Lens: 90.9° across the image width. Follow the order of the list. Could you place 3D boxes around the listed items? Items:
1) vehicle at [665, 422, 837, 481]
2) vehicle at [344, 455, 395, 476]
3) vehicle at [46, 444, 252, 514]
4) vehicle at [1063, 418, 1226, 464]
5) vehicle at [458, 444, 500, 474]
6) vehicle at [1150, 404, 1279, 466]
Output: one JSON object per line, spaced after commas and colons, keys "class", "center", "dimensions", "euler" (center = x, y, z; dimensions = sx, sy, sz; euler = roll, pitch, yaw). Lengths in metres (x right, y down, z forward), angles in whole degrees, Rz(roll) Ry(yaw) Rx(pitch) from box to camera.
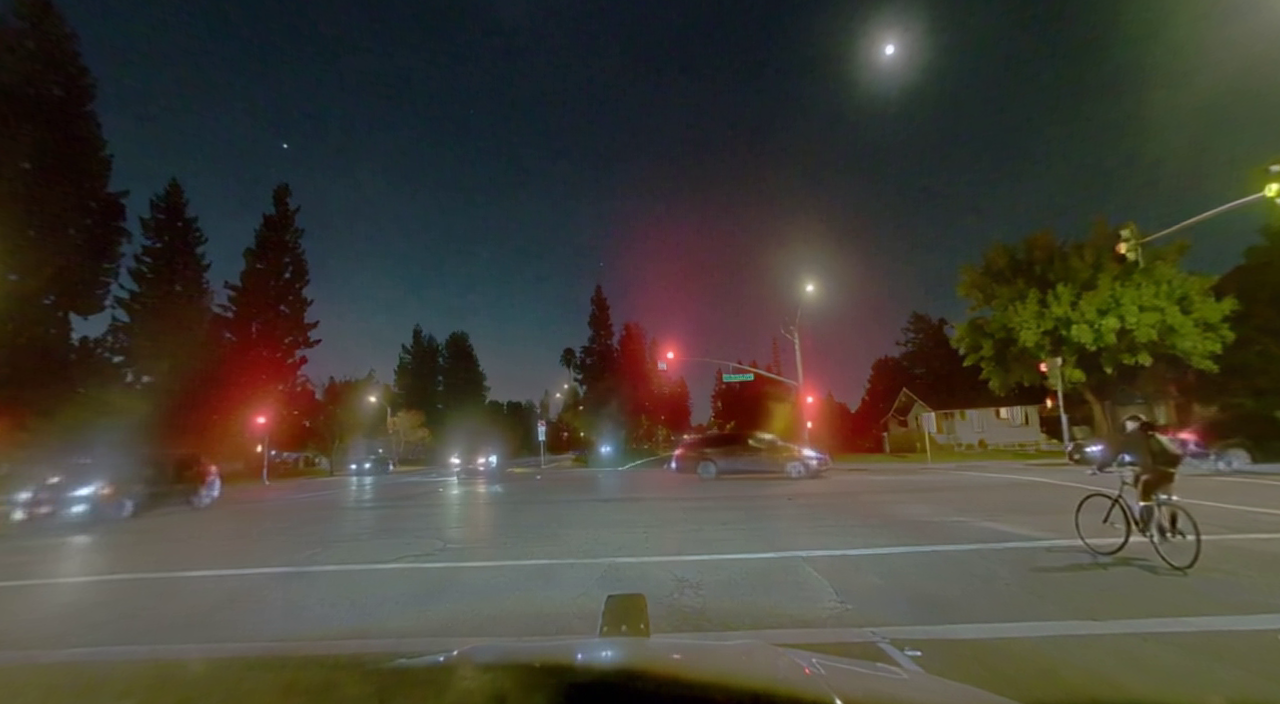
{"class": "vehicle", "center": [3.641, 3.318, 21.041], "dimensions": [5.188, 1.731, 2.191], "euler": [-5, -10, 30]}
{"class": "vehicle", "center": [-20.766, 8.680, 48.543], "dimensions": [1.872, 1.455, 4.576], "euler": [0, -9, 1]}
{"class": "vehicle", "center": [-14.268, 3.678, 18.865], "dimensions": [2.093, 1.769, 4.971], "euler": [0, -9, 1]}
{"class": "vehicle", "center": [17.332, 3.081, 21.805], "dimensions": [3.969, 1.493, 1.823], "euler": [-1, -9, 1]}
{"class": "vehicle", "center": [-8.712, 5.814, 34.491], "dimensions": [2.017, 1.496, 4.749], "euler": [2, -9, -12]}
{"class": "vehicle", "center": [18.168, 2.383, 18.038], "dimensions": [5.217, 1.673, 2.006], "euler": [-1, -9, 2]}
